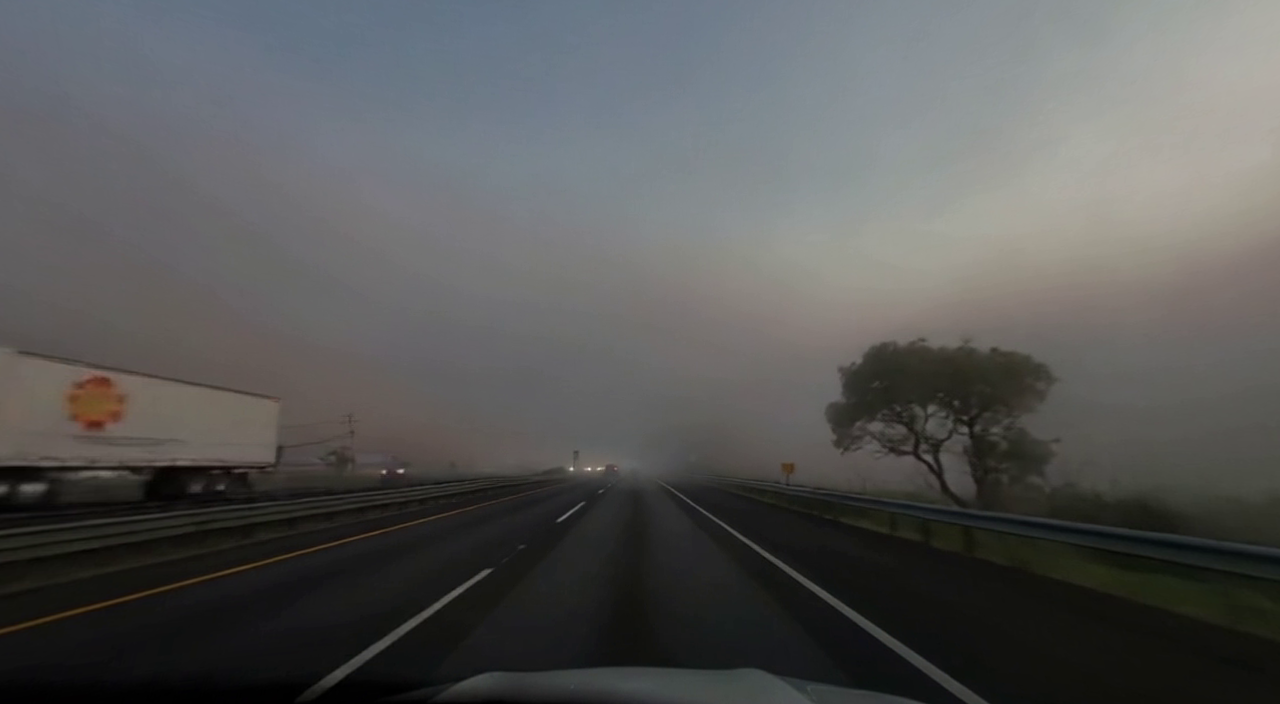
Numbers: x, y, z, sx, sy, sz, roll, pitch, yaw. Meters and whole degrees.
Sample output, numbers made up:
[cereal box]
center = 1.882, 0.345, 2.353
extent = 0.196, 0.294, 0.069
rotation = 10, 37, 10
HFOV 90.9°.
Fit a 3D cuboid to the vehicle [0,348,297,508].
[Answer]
[vehicle]
center = -17.345, 2.988, 21.656
extent = 3.384, 3.839, 13.714
rotation = 1, -11, 0
